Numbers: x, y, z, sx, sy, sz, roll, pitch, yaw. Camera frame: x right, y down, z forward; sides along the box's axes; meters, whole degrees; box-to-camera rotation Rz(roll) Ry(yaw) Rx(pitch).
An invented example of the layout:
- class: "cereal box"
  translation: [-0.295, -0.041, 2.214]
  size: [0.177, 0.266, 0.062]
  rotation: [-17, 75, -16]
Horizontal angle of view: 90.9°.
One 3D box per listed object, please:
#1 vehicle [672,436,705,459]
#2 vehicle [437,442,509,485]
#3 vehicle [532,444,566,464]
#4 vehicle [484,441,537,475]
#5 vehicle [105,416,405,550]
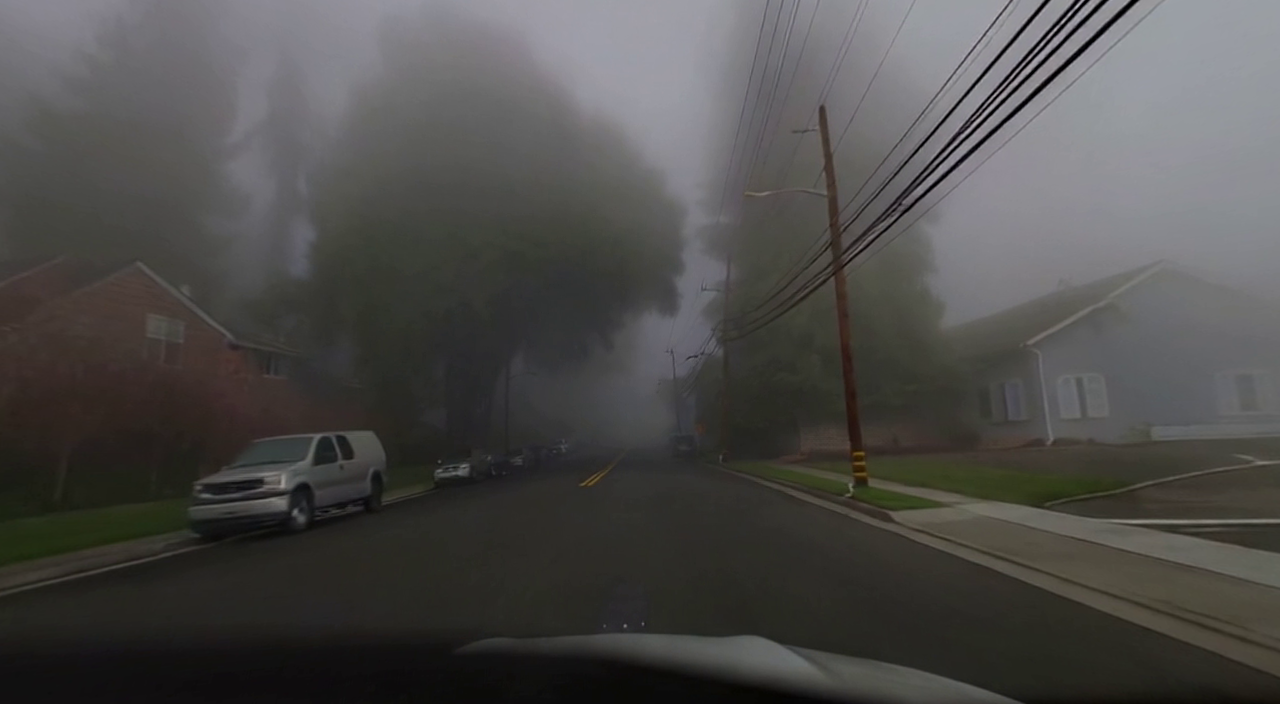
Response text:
- class: "vehicle"
  translation: [3.247, 6.496, 42.926]
  size: [1.943, 1.469, 4.504]
  rotation: [0, -8, 0]
- class: "vehicle"
  translation: [-7.018, 4.707, 27.035]
  size: [1.852, 1.510, 4.812]
  rotation: [-1, -7, 0]
- class: "vehicle"
  translation: [-6.921, 7.751, 48.220]
  size: [1.805, 1.431, 4.646]
  rotation: [0, -8, 1]
- class: "vehicle"
  translation: [-6.703, 5.520, 33.172]
  size: [1.887, 1.514, 4.436]
  rotation: [-1, -6, 0]
- class: "vehicle"
  translation: [-6.905, 2.351, 12.535]
  size: [2.144, 1.955, 6.159]
  rotation: [0, -7, -1]
